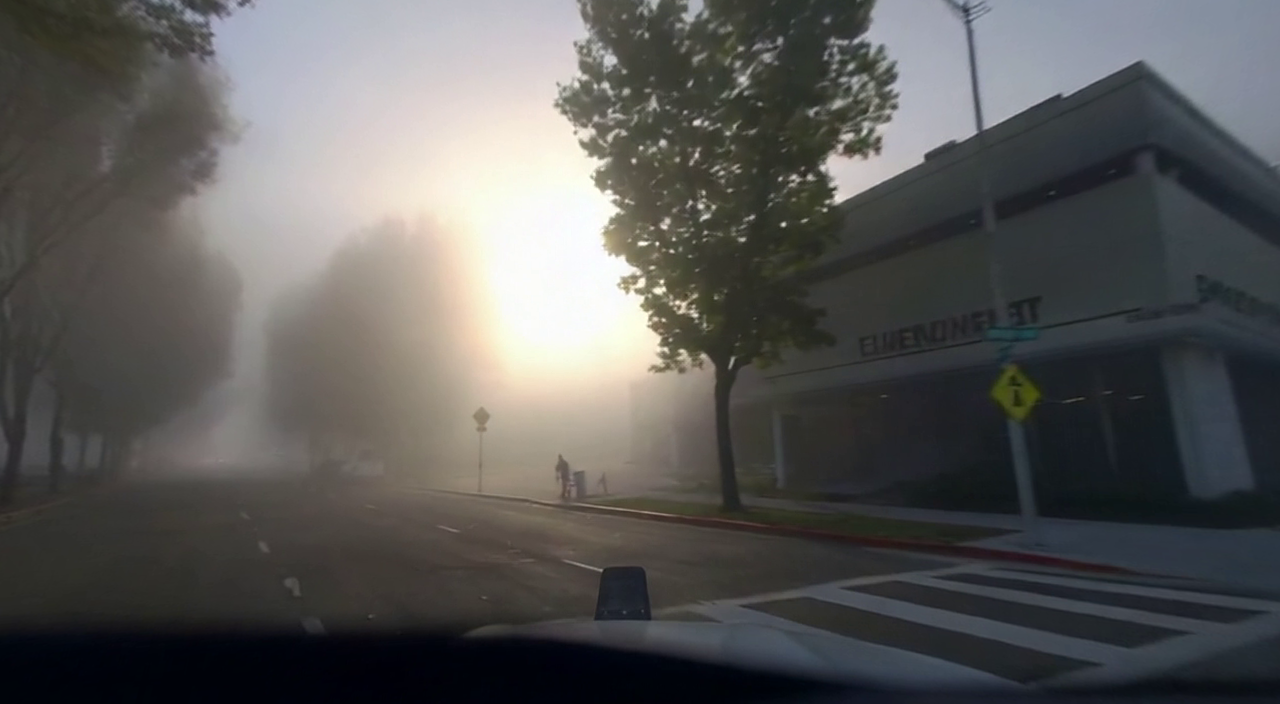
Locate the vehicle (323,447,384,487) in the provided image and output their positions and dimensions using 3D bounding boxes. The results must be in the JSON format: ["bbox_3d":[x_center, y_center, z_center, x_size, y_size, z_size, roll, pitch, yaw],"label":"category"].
[{"bbox_3d":[-19.801,7.838,43.340,2.596,2.509,6.178,6,-12,-34],"label":"vehicle"}]
